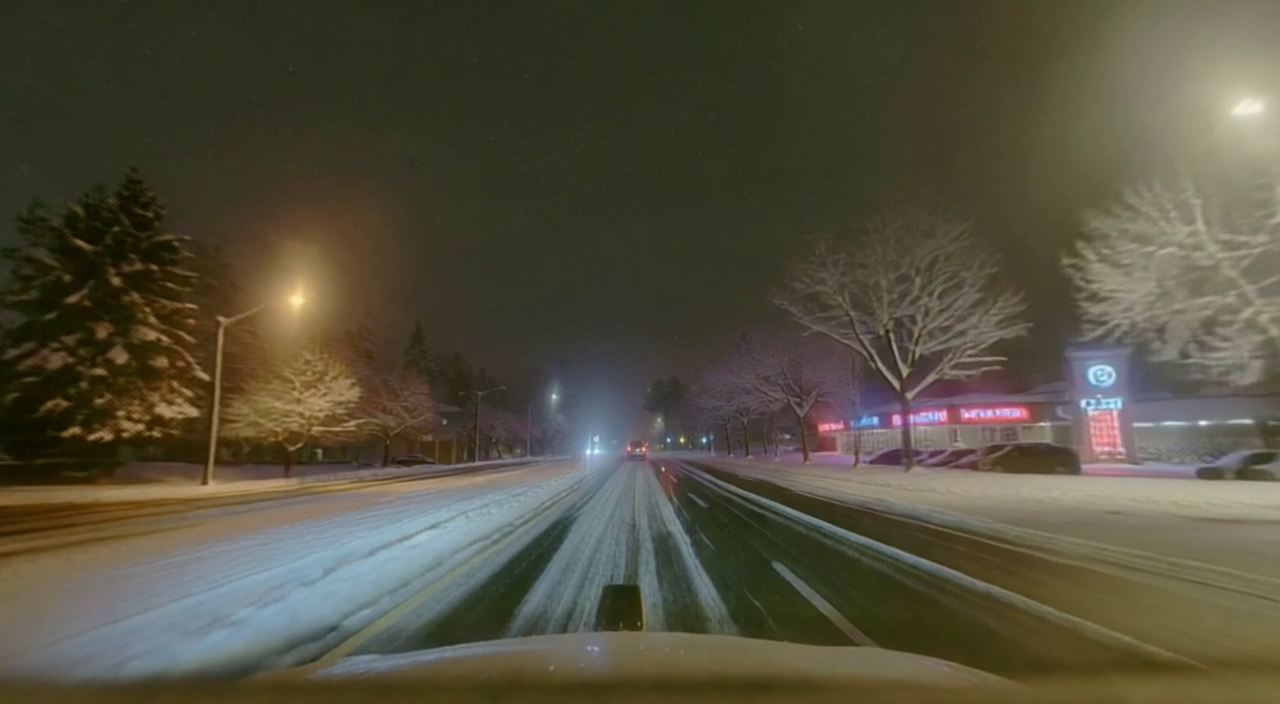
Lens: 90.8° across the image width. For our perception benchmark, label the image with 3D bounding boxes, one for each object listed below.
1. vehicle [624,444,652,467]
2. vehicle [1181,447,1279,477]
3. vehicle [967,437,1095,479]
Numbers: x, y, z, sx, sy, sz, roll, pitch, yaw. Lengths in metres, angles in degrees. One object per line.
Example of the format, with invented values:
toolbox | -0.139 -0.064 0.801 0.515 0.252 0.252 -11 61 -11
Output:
vehicle | -0.167 8.061 49.310 2.095 1.647 4.205 0 -8 -1
vehicle | 31.695 5.881 34.006 1.739 1.471 3.811 0 -8 -1
vehicle | 18.890 5.125 30.715 4.739 1.916 2.136 0 -8 1
